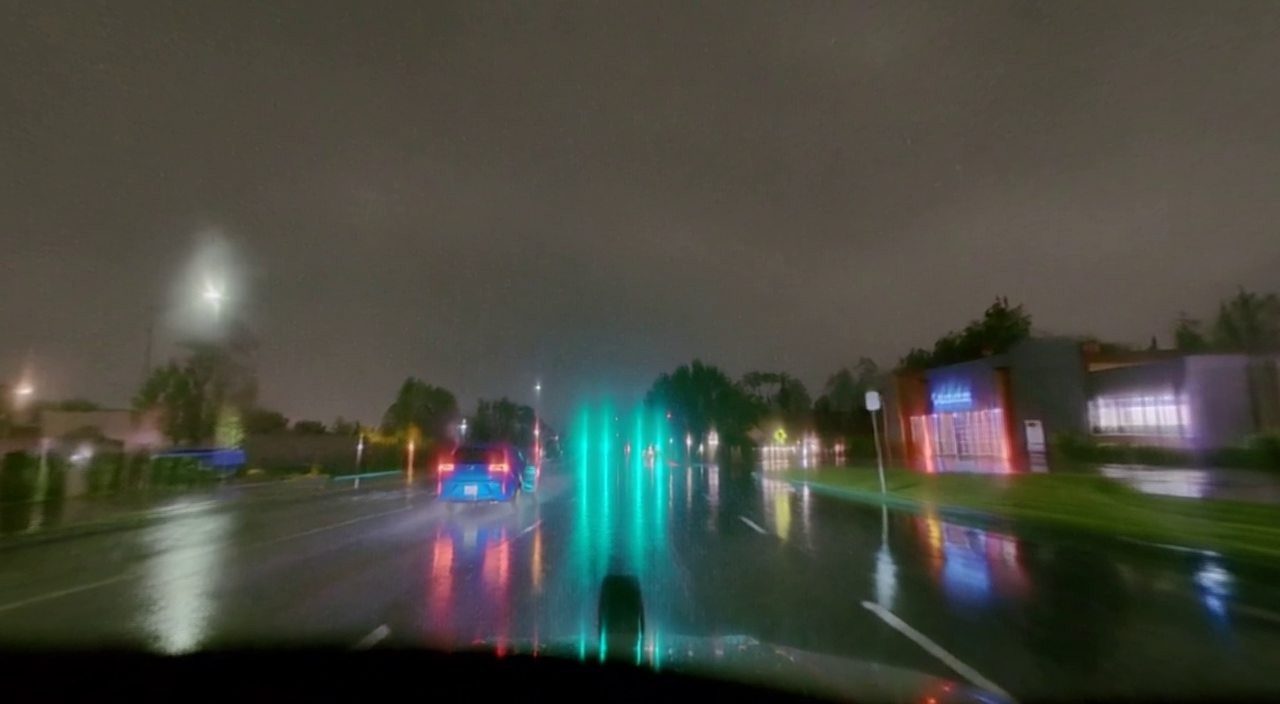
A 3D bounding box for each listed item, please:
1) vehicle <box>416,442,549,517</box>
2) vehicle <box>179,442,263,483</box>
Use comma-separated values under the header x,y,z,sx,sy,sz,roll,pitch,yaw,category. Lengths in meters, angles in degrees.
x,y,z,sx,sy,sz,roll,pitch,yaw,category
-3.448,2.880,14.747,2.005,1.477,4.169,0,-9,0,vehicle
-26.175,6.911,39.587,3.358,2.439,2.686,1,-9,-7,vehicle
